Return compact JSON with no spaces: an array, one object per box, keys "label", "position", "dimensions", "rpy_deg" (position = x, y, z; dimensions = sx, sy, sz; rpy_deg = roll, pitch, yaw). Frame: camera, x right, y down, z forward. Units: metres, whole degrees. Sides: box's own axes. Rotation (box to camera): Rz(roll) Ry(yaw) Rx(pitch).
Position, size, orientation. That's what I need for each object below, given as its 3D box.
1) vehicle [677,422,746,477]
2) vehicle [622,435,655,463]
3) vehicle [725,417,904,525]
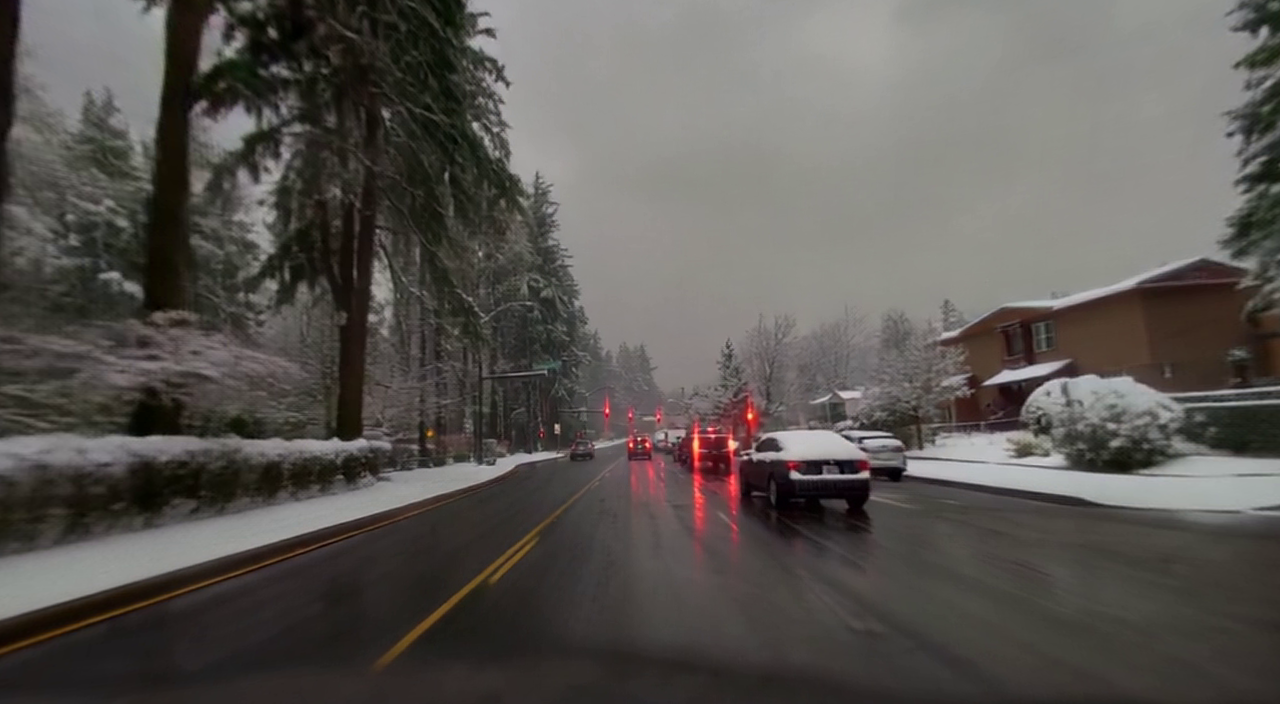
[{"label":"vehicle","position":[2.911,4.196,27.272],"dimensions":[2.268,2.090,6.113],"rpy_deg":[0,-8,0]},{"label":"vehicle","position":[-0.087,6.305,41.042],"dimensions":[2.052,1.693,4.554],"rpy_deg":[0,-8,0]},{"label":"vehicle","position":[3.078,2.226,12.376],"dimensions":[2.041,1.688,4.717],"rpy_deg":[0,-8,-2]}]
